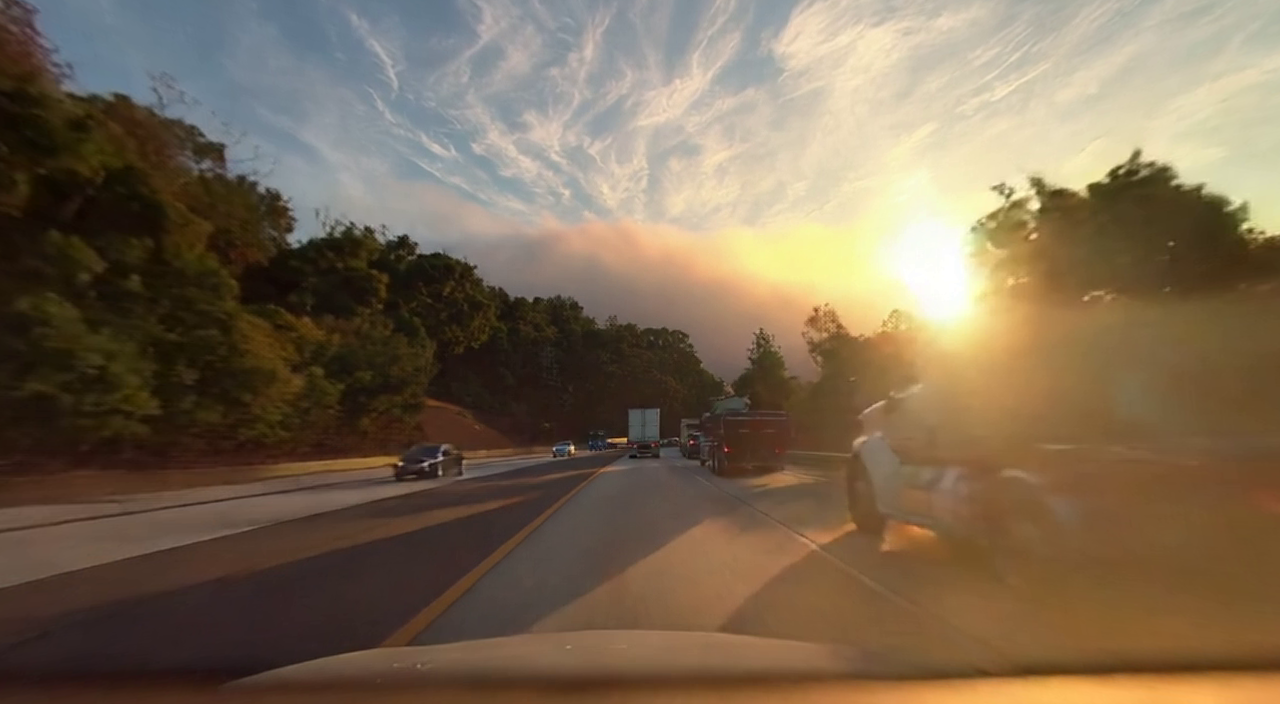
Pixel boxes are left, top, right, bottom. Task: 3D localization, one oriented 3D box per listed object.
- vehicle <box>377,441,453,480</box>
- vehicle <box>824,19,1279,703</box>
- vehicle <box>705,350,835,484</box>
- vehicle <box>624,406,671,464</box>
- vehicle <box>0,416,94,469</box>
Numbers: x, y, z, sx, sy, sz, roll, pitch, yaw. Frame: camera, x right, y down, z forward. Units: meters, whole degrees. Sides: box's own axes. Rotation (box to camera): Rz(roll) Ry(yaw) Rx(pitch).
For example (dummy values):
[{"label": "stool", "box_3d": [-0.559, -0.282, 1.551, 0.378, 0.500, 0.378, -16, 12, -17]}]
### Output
[{"label": "vehicle", "box_3d": [-8.968, 4.319, 25.379, 1.760, 1.444, 3.422, -1, -8, 0]}, {"label": "vehicle", "box_3d": [4.440, 0.354, 6.423, 2.956, 3.604, 6.277, 0, -8, -2]}, {"label": "vehicle", "box_3d": [4.388, 2.537, 23.410, 2.860, 4.036, 8.586, 0, -8, 0]}, {"label": "vehicle", "box_3d": [0.457, 5.233, 39.548, 2.644, 3.247, 7.454, -1, -8, 0]}, {"label": "vehicle", "box_3d": [-45.976, 6.735, 46.662, 3.089, 3.565, 9.834, 0, -8, -7]}]
